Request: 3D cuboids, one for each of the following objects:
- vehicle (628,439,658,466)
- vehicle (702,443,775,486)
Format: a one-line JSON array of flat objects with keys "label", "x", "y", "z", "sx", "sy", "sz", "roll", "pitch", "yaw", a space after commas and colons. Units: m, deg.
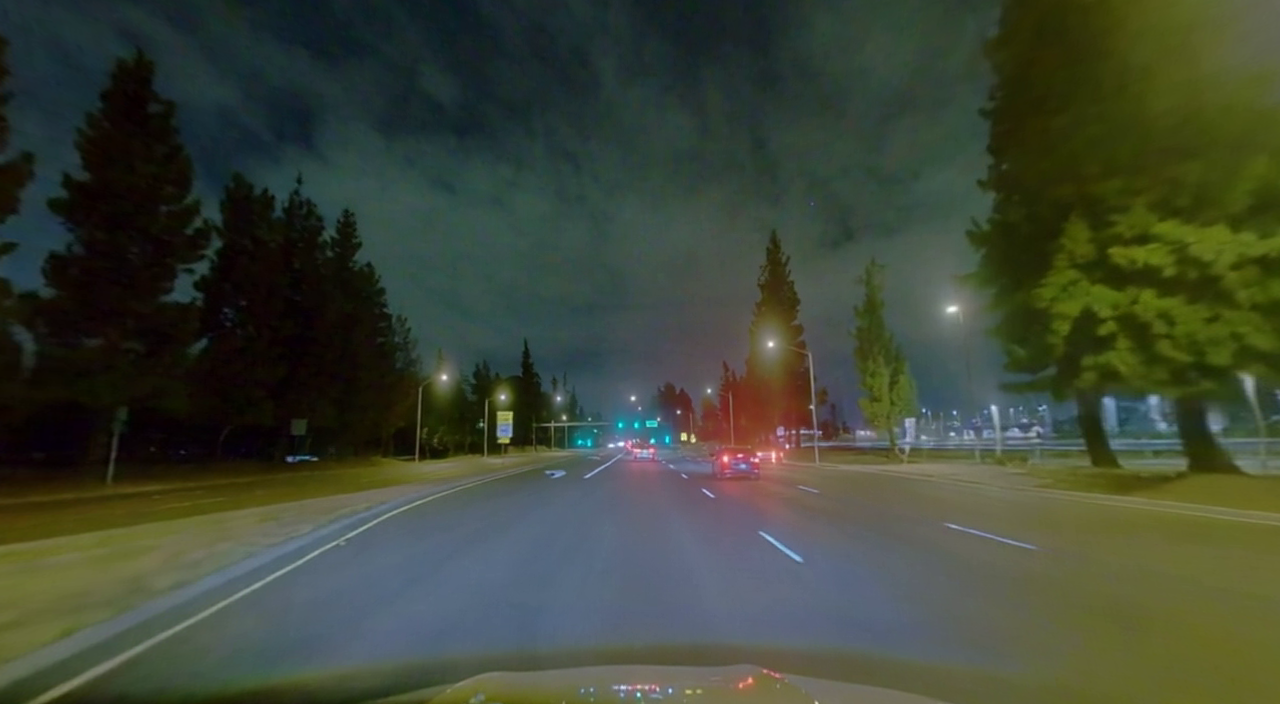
[{"label": "vehicle", "x": 0.154, "y": 7.108, "z": 44.673, "sx": 1.988, "sy": 1.800, "sz": 4.322, "roll": 0, "pitch": -8, "yaw": -1}, {"label": "vehicle", "x": 3.625, "y": 4.226, "z": 24.136, "sx": 1.948, "sy": 1.479, "sz": 4.620, "roll": 0, "pitch": -8, "yaw": -2}]
